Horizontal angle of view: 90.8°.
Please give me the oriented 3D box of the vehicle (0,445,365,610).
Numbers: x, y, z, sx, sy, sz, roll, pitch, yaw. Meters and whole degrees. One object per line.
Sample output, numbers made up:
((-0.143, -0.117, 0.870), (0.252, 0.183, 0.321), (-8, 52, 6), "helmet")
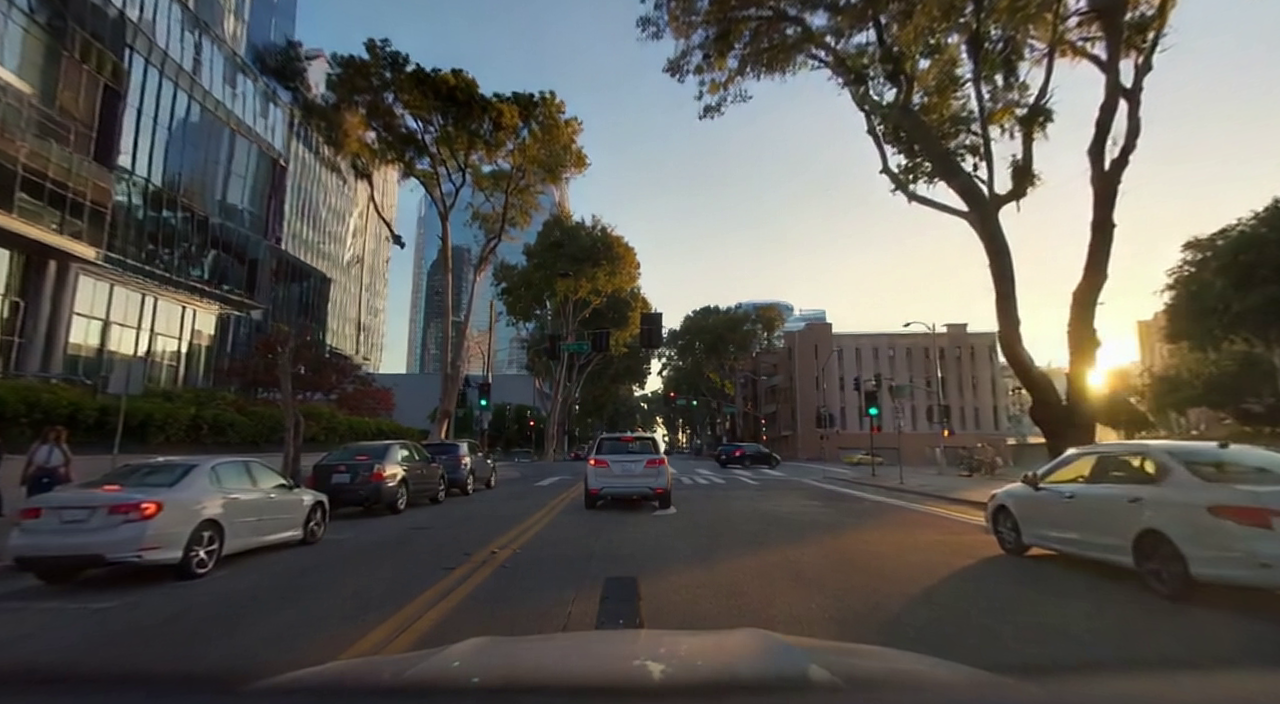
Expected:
((-5.591, 1.945, 8.030), (1.841, 1.466, 4.364), (-2, -9, 6), "vehicle")

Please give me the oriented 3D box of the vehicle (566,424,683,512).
((-0.278, 2.555, 14.276), (2.258, 1.687, 3.934), (-1, -9, 1), "vehicle")

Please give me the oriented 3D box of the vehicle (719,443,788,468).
((7.560, 6.864, 41.921), (4.638, 1.555, 1.824), (6, -11, -36), "vehicle")

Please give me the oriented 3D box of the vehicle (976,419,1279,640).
((5.958, 1.681, 6.912), (2.004, 1.699, 4.525), (0, -9, -1), "vehicle")

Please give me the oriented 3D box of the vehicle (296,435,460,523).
((-5.778, 2.830, 14.684), (1.904, 1.684, 4.529), (0, -9, -1), "vehicle")
